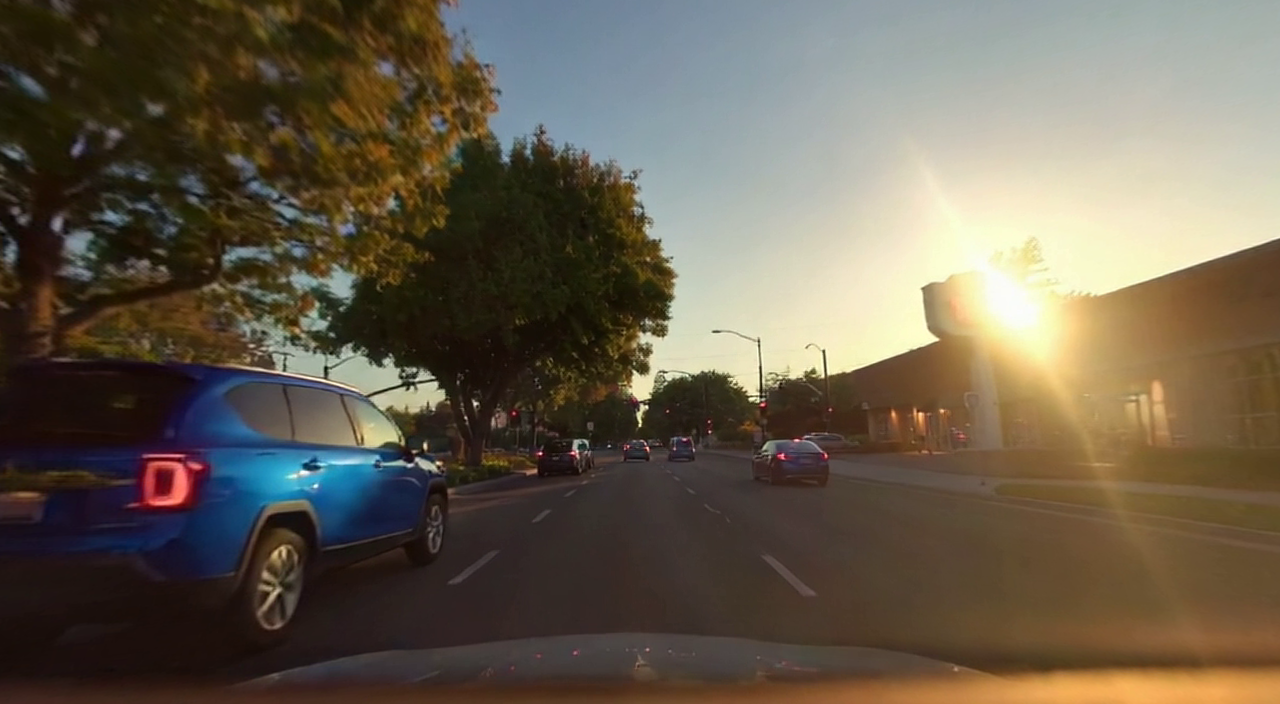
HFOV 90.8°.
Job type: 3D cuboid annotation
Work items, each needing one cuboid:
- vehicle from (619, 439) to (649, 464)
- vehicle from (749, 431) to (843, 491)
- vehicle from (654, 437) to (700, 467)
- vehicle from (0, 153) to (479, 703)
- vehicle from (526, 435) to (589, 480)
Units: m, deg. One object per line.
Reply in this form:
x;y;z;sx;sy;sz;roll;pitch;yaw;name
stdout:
-0.473;7.508;47.660;2.130;1.725;4.223;0;-9;-1;vehicle
4.691;3.347;19.645;1.869;1.646;4.166;0;-9;1;vehicle
2.495;6.539;41.479;2.209;1.806;4.689;-2;-9;12;vehicle
-3.542;0.819;5.904;2.443;2.784;5.862;0;-9;1;vehicle
-3.368;4.434;26.656;2.030;1.724;4.365;0;-9;1;vehicle
